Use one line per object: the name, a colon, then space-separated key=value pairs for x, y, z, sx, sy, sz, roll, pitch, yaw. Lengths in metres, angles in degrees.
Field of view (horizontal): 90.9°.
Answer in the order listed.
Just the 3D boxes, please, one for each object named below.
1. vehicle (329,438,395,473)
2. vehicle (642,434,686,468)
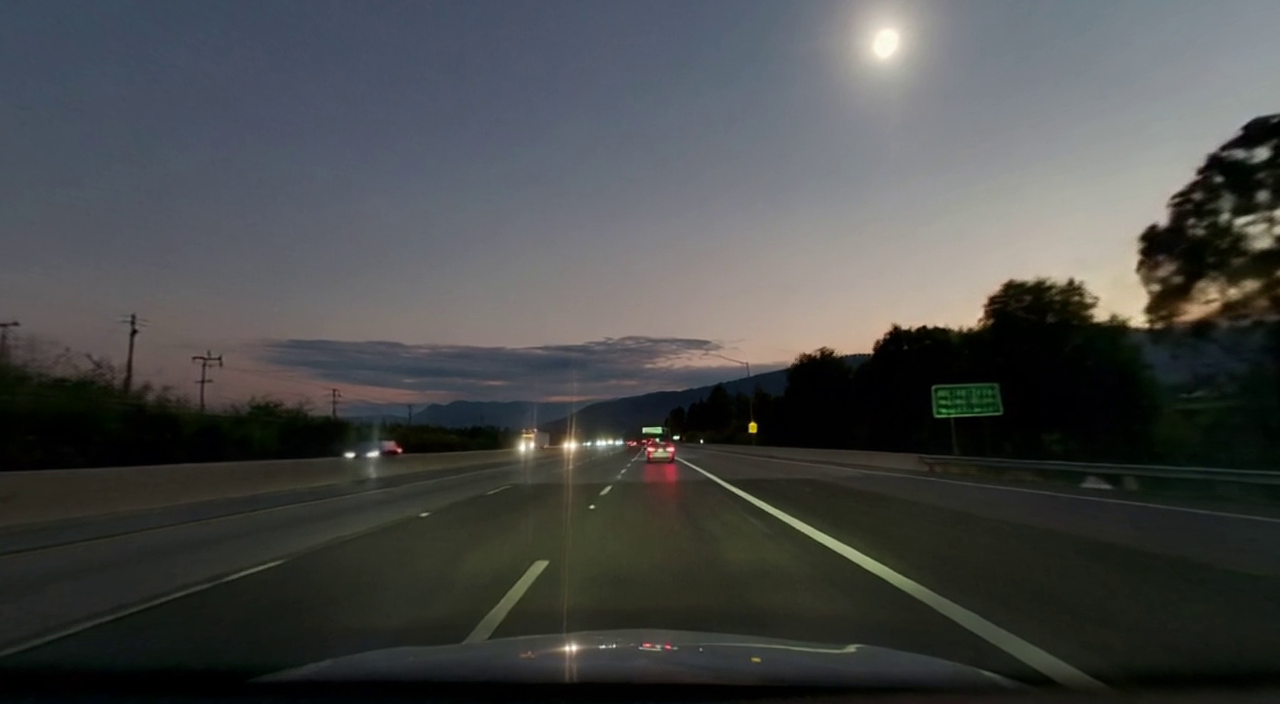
vehicle: x=-20.642 y=7.688 z=47.172 sx=2.194 sy=2.421 sz=5.841 roll=0 pitch=-8 yaw=1
vehicle: x=1.281 y=5.479 z=35.149 sx=2.260 sy=1.766 sz=4.348 roll=0 pitch=-8 yaw=0
